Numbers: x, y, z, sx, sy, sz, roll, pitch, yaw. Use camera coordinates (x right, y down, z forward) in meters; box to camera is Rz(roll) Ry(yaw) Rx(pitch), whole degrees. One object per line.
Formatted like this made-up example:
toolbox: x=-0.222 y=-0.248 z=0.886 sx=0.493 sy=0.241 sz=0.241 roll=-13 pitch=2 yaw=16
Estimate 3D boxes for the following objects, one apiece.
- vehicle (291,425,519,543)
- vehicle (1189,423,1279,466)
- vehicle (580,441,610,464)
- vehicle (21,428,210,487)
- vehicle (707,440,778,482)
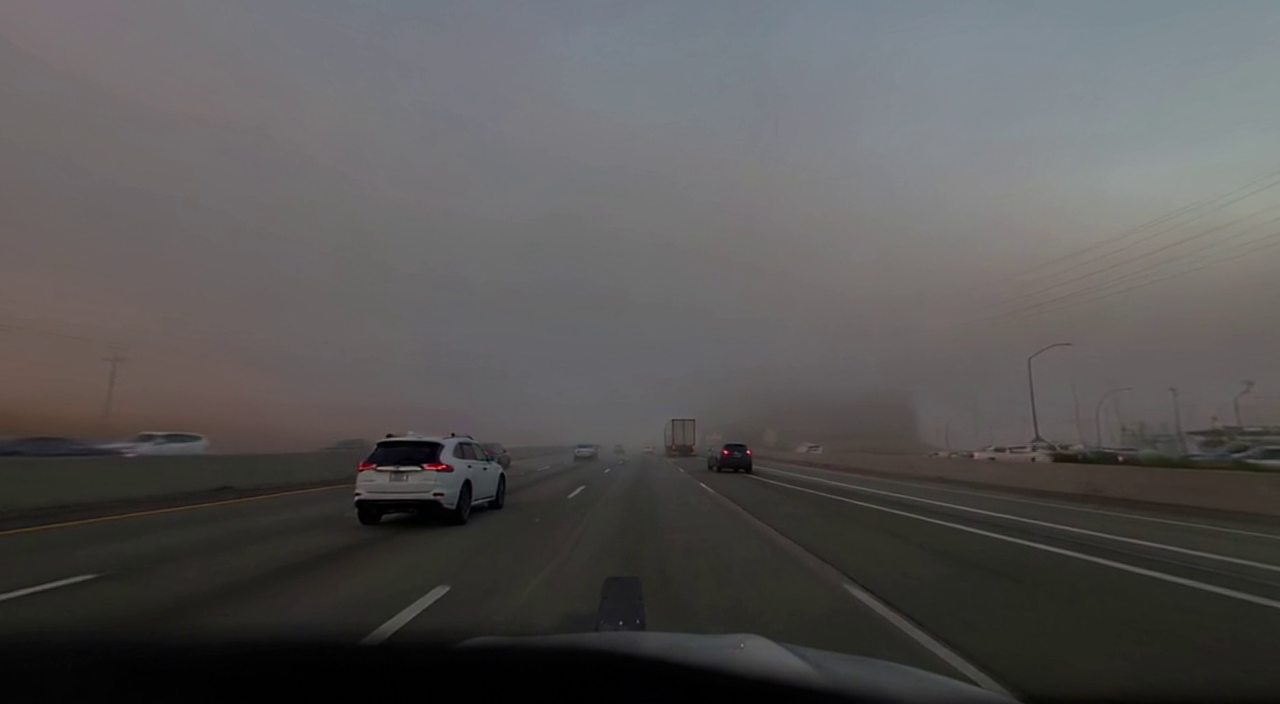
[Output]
vehicle: x=-3.478 y=2.049 z=10.381 sx=2.008 sy=1.504 sz=4.264 roll=0 pitch=-9 yaw=1
vehicle: x=36.265 y=5.441 z=36.917 sx=5.729 sy=2.378 sz=2.285 roll=0 pitch=-9 yaw=2
vehicle: x=-3.333 y=7.608 z=47.732 sx=2.001 sy=1.577 sz=4.055 roll=1 pitch=-9 yaw=0
vehicle: x=-16.197 y=3.293 z=19.850 sx=2.010 sy=1.624 sz=4.481 roll=1 pitch=-9 yaw=0
vehicle: x=4.117 y=4.461 z=26.069 sx=2.135 sy=1.532 sz=4.506 roll=1 pitch=-9 yaw=-1
